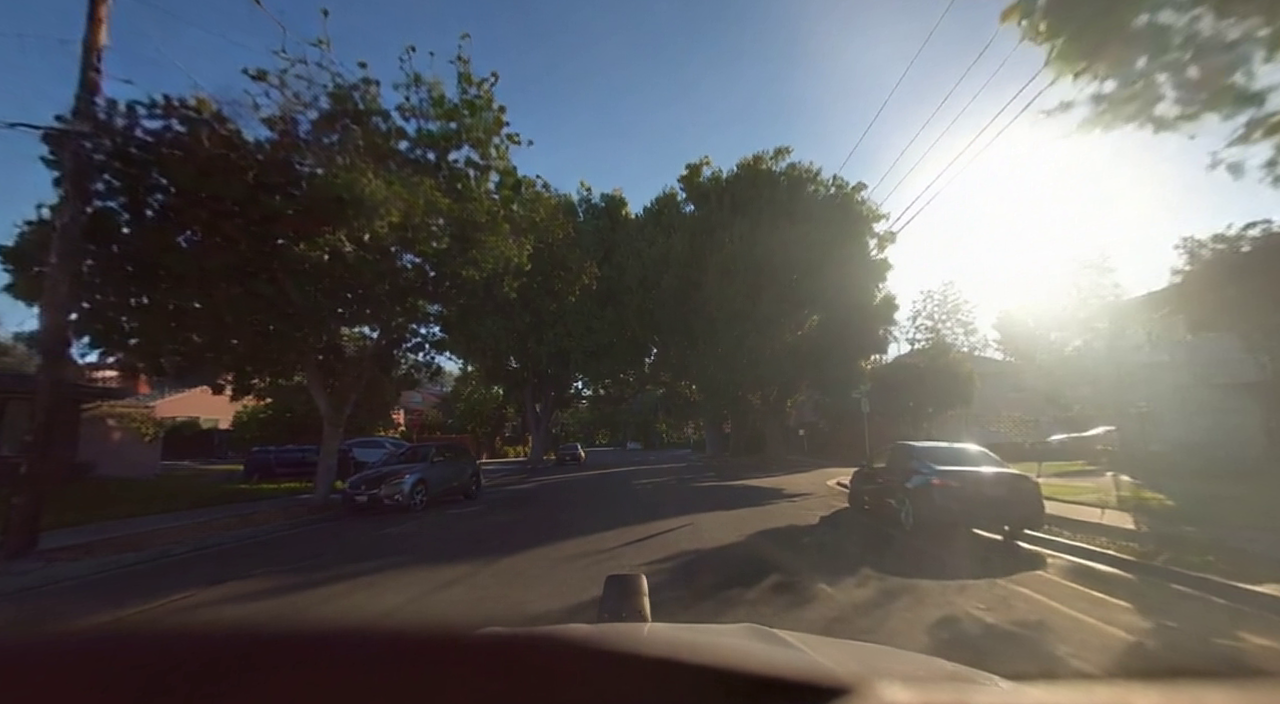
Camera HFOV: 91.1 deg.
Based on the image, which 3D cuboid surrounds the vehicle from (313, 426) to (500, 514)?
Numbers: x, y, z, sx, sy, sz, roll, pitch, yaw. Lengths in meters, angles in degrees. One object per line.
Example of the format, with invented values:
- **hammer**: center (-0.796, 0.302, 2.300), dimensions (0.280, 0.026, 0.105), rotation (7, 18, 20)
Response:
- **vehicle**: center (-4.900, 2.627, 13.995), dimensions (1.943, 1.433, 4.717), rotation (-7, -11, 5)

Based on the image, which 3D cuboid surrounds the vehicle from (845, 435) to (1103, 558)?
- **vehicle**: center (4.771, 2.039, 9.956), dimensions (1.931, 1.395, 4.793), rotation (0, -7, 6)
